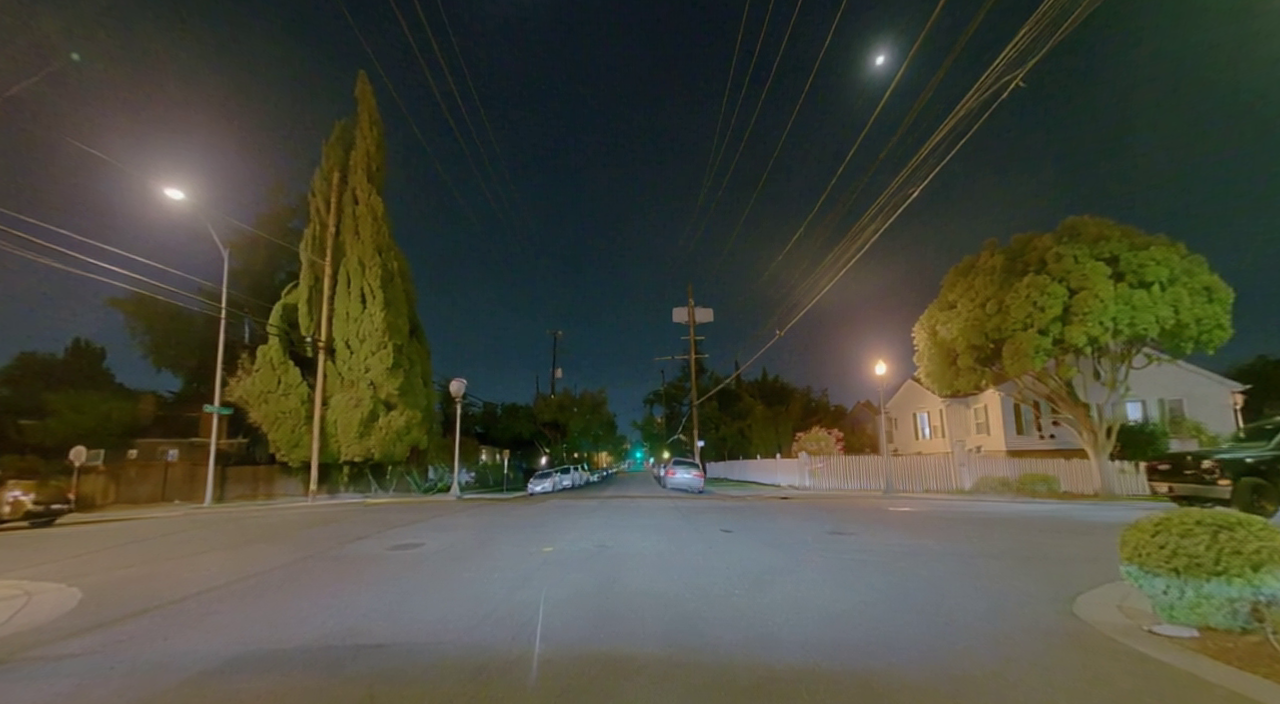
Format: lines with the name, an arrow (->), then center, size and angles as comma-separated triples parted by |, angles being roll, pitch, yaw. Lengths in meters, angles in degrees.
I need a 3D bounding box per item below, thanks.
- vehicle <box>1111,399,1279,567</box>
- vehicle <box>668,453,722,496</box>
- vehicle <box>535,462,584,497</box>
vehicle -> 9.703, 1.685, 8.547 | 4.677, 1.949, 2.334 | -1, -8, 3
vehicle -> 2.589, 5.957, 31.067 | 2.051, 1.874, 4.459 | 0, -8, -3
vehicle -> -4.299, 6.933, 34.610 | 2.189, 1.771, 4.571 | 0, -10, -1
